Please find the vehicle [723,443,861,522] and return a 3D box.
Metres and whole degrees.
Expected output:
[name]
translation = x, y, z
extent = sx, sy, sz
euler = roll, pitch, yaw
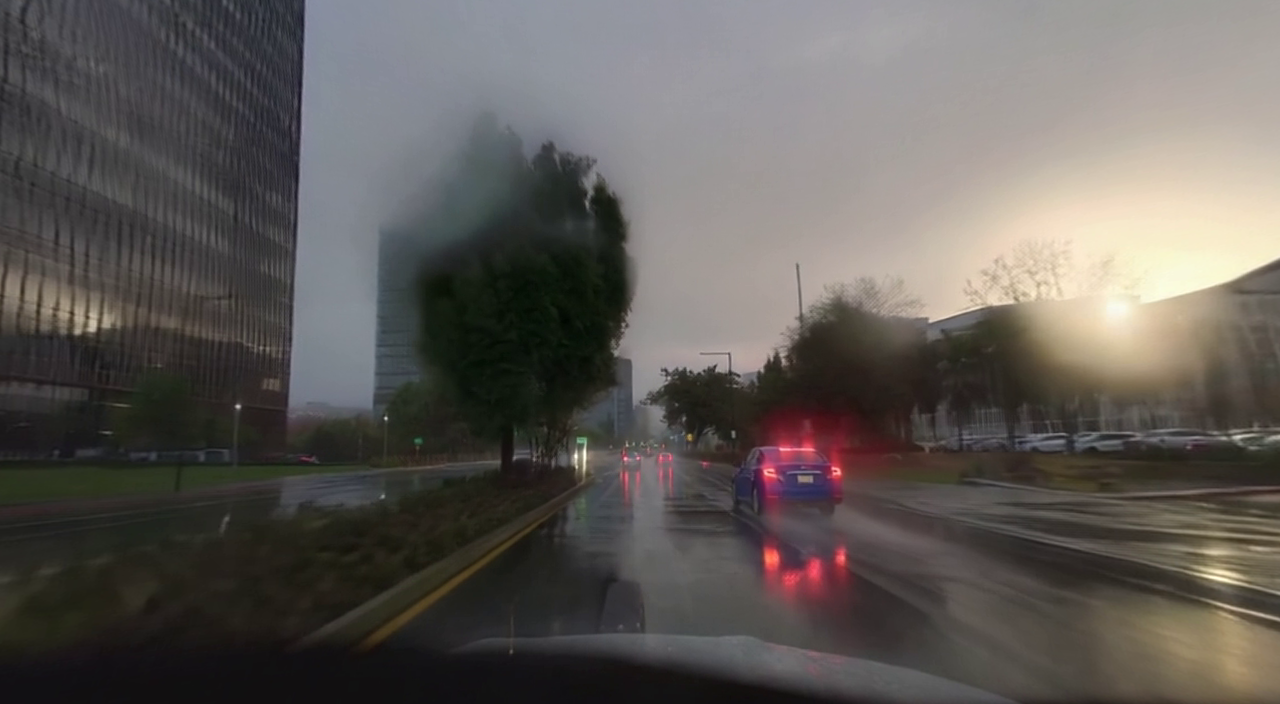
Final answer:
[vehicle]
translation = 3.196, 2.831, 14.195
extent = 1.993, 1.501, 4.127
euler = 0, -9, -1
